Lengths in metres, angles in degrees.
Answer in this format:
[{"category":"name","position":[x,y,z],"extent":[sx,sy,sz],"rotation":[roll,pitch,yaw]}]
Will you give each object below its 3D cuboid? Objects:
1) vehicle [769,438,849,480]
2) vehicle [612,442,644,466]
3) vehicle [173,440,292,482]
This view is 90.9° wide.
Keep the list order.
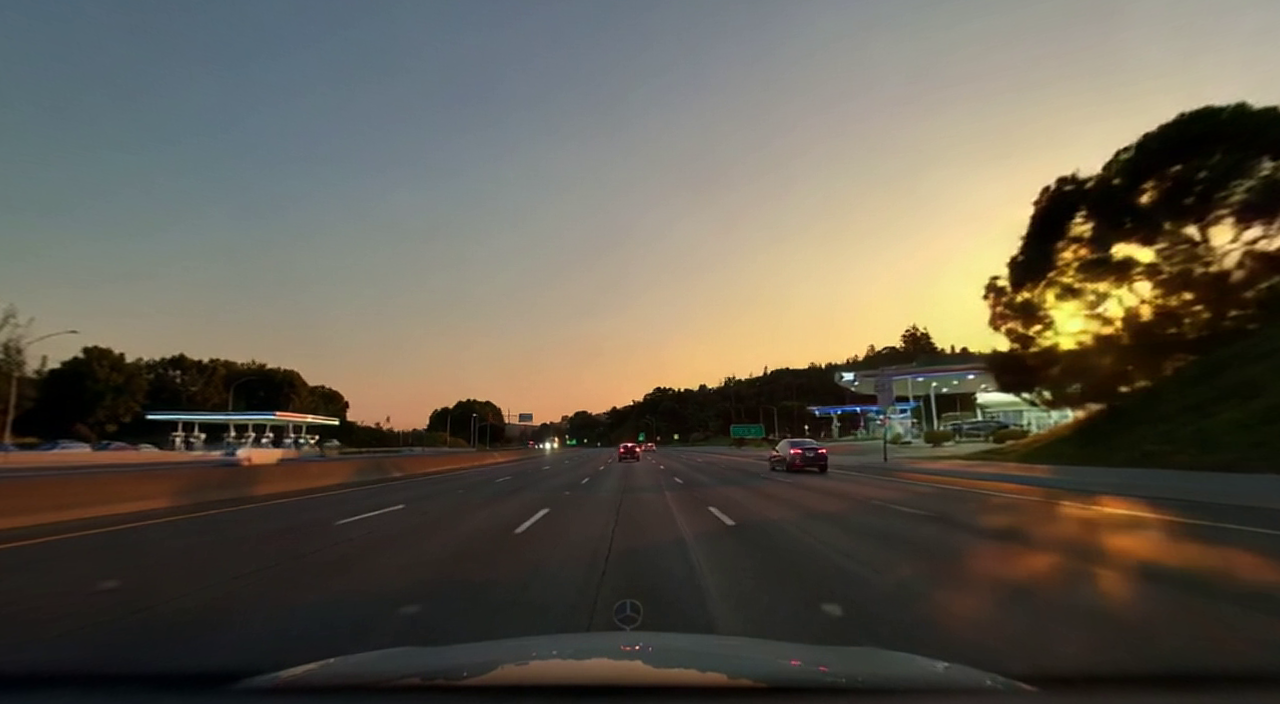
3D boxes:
[{"category":"vehicle","position":[6.365,4.073,24.258],"extent":[1.867,1.463,4.295],"rotation":[0,-8,0]},{"category":"vehicle","position":[-0.795,6.622,41.099],"extent":[1.999,1.473,4.351],"rotation":[0,-8,-2]},{"category":"vehicle","position":[-15.389,4.107,24.115],"extent":[1.848,1.429,4.039],"rotation":[0,-8,0]}]
